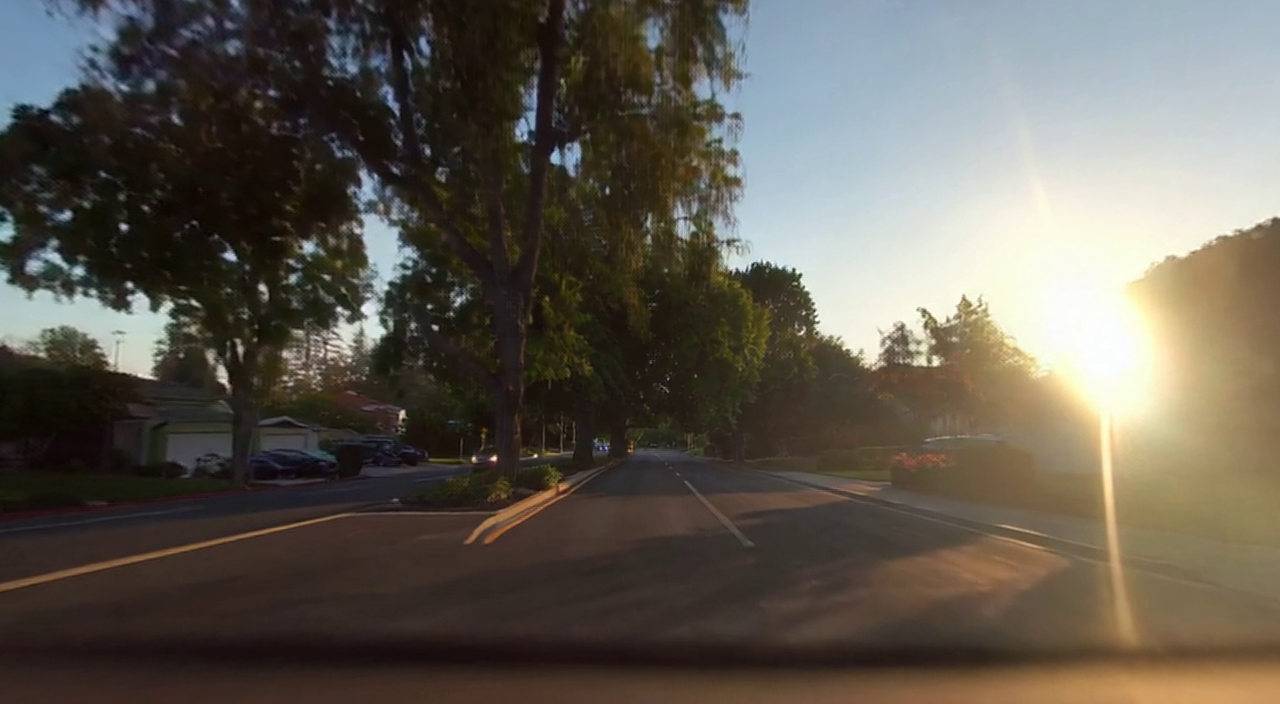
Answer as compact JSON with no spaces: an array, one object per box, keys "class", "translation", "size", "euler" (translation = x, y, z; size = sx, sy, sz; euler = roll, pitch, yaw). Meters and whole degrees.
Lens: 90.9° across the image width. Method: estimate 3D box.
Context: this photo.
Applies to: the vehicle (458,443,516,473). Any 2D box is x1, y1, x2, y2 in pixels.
[{"class":"vehicle","translation":[-8.303,5.777,34.559],"size":[2.044,1.548,4.284],"euler":[0,-8,1]}]
